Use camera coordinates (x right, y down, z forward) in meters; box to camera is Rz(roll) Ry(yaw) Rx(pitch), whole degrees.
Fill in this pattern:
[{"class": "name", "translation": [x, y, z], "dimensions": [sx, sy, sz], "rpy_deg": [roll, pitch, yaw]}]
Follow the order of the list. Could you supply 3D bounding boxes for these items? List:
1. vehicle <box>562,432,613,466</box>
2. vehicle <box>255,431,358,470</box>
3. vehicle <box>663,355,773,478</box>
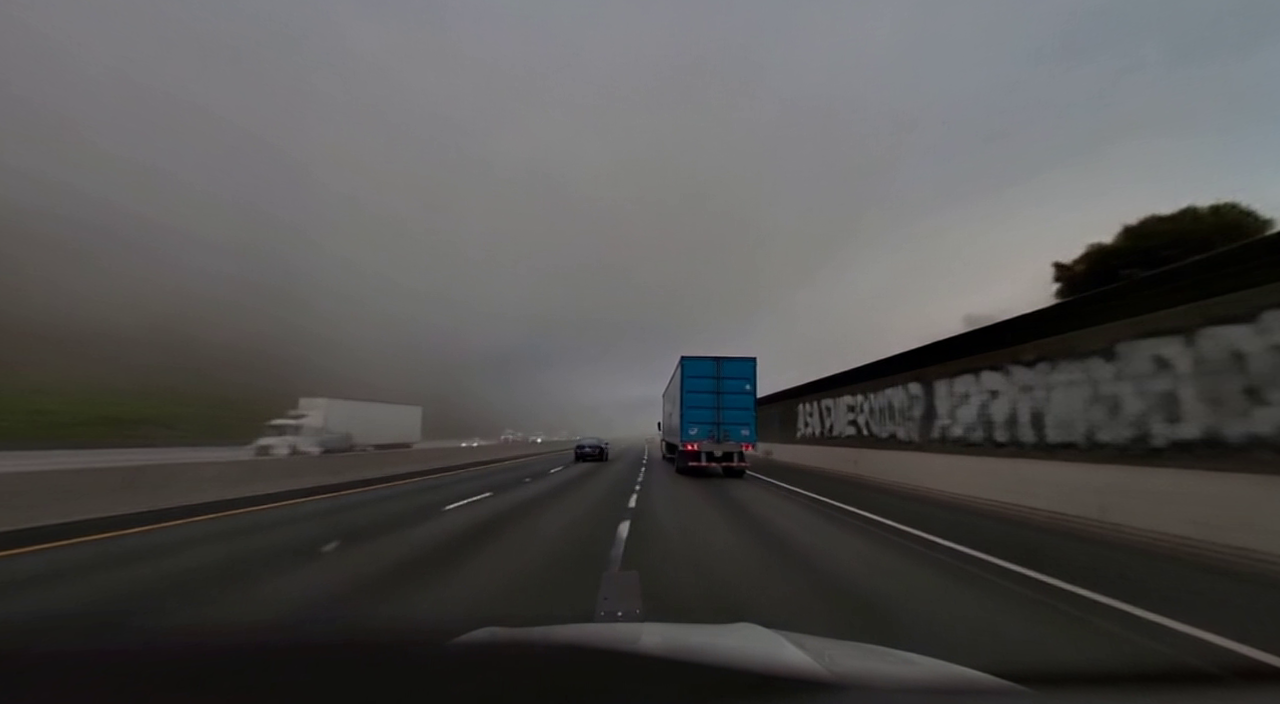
[{"class": "vehicle", "translation": [-2.503, 4.741, 31.054], "dimensions": [1.982, 1.535, 4.519], "rpy_deg": [0, -8, 2]}, {"class": "vehicle", "translation": [-12.965, 3.835, 24.803], "dimensions": [1.812, 1.402, 4.019], "rpy_deg": [0, -8, 1]}, {"class": "vehicle", "translation": [2.588, 2.700, 24.739], "dimensions": [2.921, 3.765, 10.773], "rpy_deg": [0, -8, 0]}]
